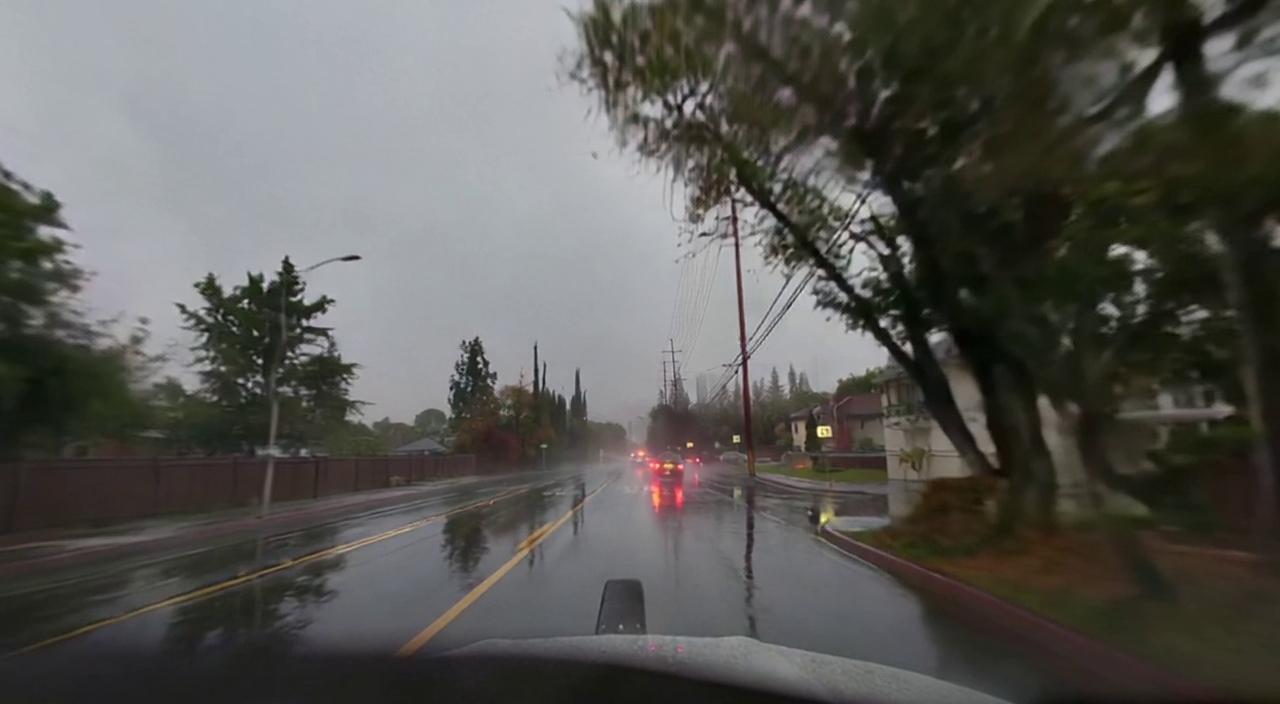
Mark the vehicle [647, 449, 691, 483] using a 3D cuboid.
[{"bbox_3d":[1.323,5.472,30.539,1.975,1.497,3.647,0,-9,1],"label":"vehicle"}]
